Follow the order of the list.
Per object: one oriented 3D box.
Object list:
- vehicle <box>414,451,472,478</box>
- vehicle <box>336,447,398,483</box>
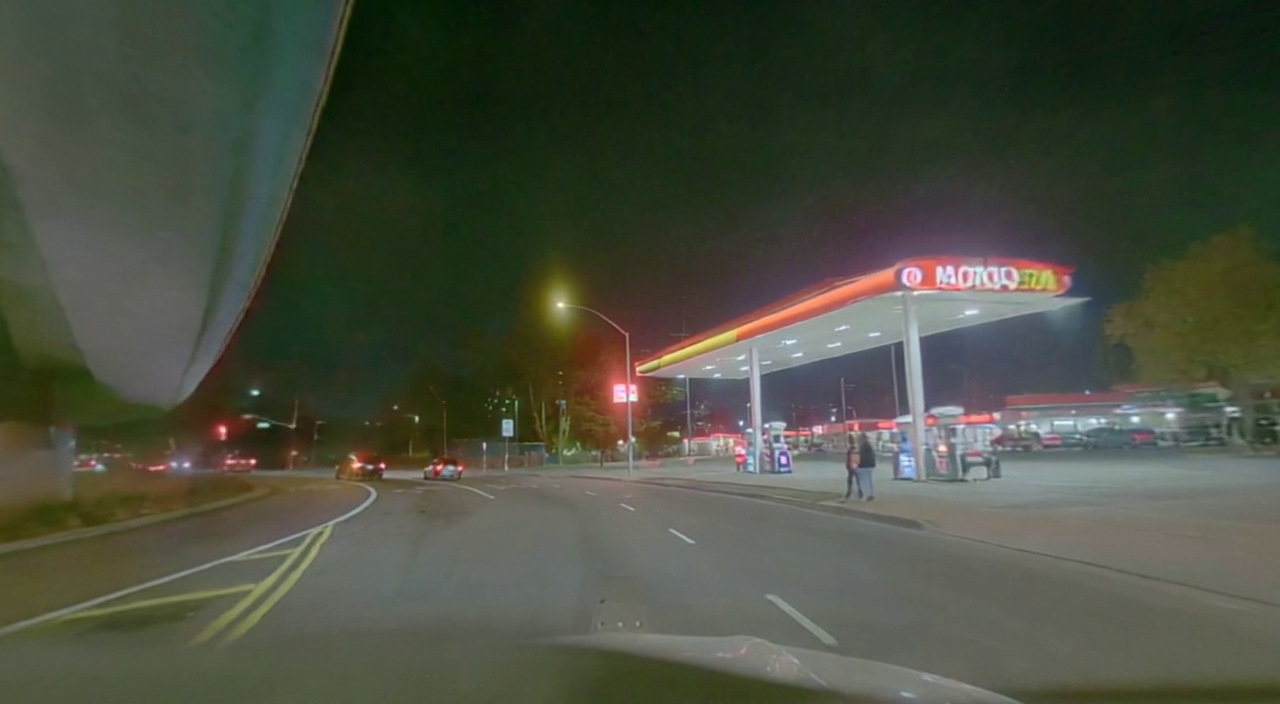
[{"bbox_3d":[-14.414,8.186,45.984,2.202,1.822,4.826,8,-12,-40],"label":"vehicle"},{"bbox_3d":[-16.697,6.831,38.344,2.254,2.006,4.766,7,-11,-37],"label":"vehicle"}]
